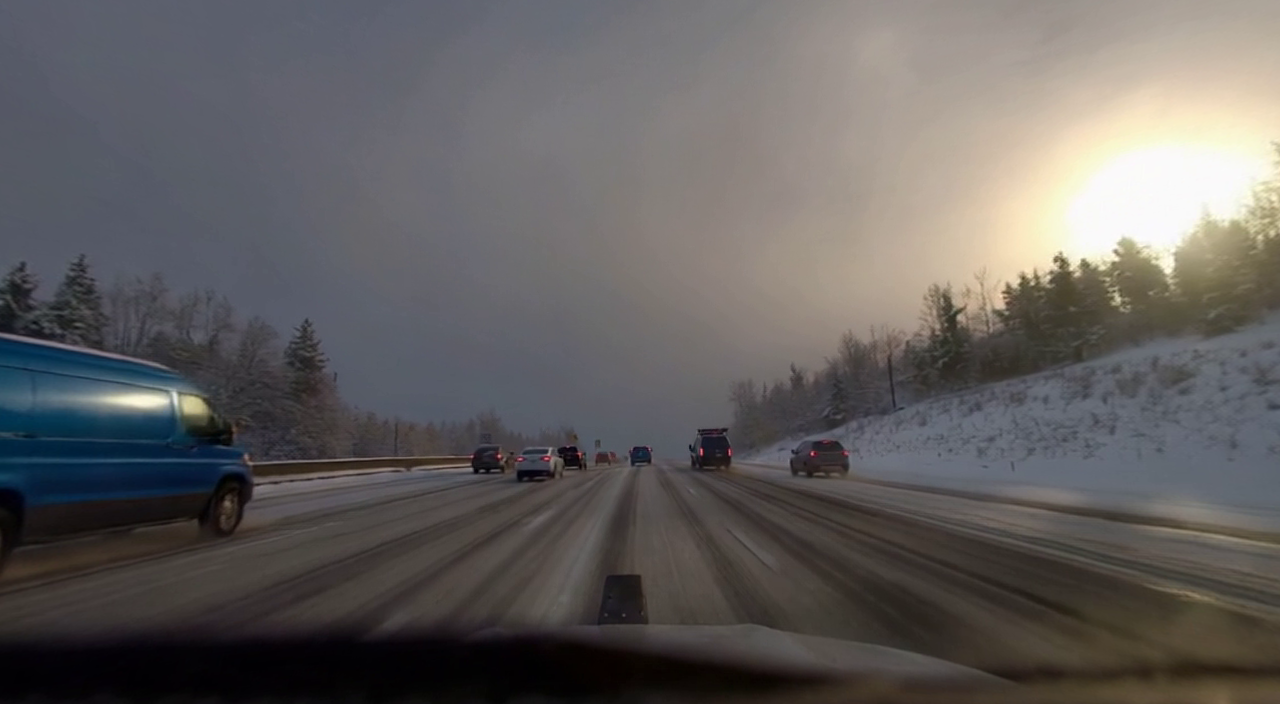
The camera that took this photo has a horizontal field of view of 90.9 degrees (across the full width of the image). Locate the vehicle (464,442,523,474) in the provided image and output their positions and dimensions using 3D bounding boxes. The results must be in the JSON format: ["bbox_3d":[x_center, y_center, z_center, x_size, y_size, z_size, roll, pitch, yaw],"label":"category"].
[{"bbox_3d":[-7.654,5.574,33.368,1.961,1.562,4.301,0,-9,1],"label":"vehicle"}]

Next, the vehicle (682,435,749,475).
[{"bbox_3d":[3.820,5.389,33.170,2.777,1.895,5.710,0,-9,0],"label":"vehicle"}]

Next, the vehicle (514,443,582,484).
[{"bbox_3d":[-3.501,4.333,24.768,1.970,1.483,4.071,0,-9,1],"label":"vehicle"}]

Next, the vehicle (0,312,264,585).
[{"bbox_3d":[-7.601,1.136,7.381,2.336,2.708,6.421,0,-9,0],"label":"vehicle"}]

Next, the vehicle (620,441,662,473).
[{"bbox_3d":[0.072,5.706,34.426,2.115,1.617,4.102,0,-9,1],"label":"vehicle"}]

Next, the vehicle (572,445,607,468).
[{"bbox_3d":[-3.462,7.292,44.126,1.987,1.466,4.341,0,-9,1],"label":"vehicle"}]

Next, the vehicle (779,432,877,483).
[{"bbox_3d":[7.524,4.299,26.025,2.304,1.840,5.706,0,-9,0],"label":"vehicle"}]
